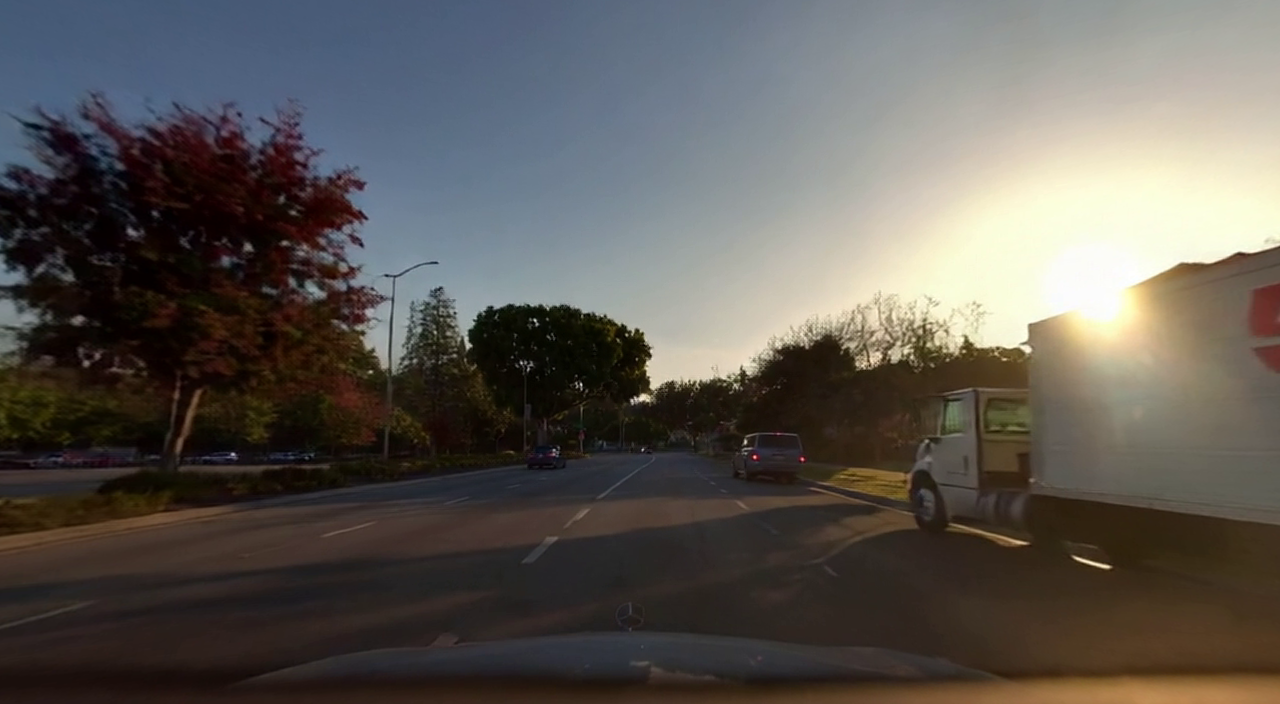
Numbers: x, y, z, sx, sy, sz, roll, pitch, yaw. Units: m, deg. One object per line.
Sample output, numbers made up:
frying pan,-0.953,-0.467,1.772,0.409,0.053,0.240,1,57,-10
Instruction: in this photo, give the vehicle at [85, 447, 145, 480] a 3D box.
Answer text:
vehicle,-28.985,6.080,34.734,2.118,1.670,4.487,8,-12,-42

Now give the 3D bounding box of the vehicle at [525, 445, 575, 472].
vehicle,-5.175,6.189,36.909,2.060,1.473,4.645,0,-8,2

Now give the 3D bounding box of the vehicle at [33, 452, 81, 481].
vehicle,-37.065,7.210,40.025,1.989,1.587,4.182,9,-11,-43

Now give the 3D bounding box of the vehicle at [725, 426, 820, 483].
vehicle,5.208,4.181,25.977,2.695,2.013,6.661,0,-8,2
